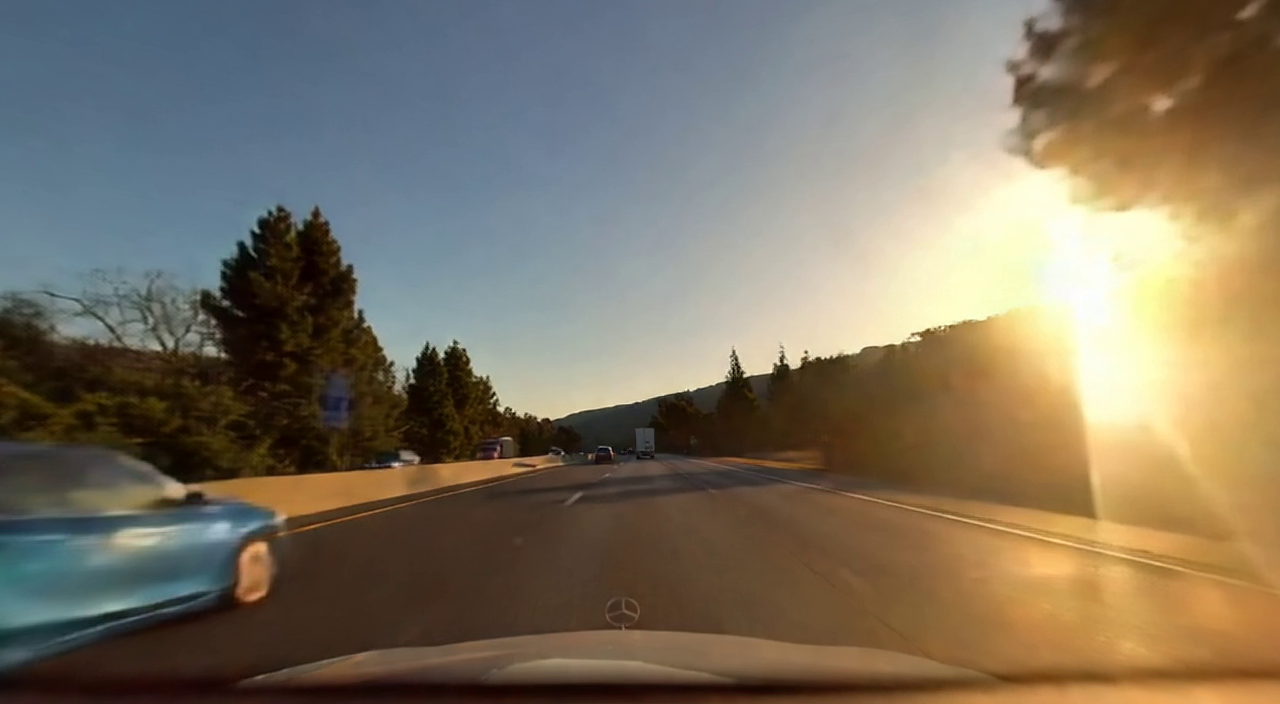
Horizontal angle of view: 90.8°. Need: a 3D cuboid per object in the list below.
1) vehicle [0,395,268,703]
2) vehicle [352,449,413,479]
[{"bbox_3d":[-4.027,1.008,3.079,2.018,1.548,3.849,-1,-9,1],"label":"vehicle"},{"bbox_3d":[-16.506,7.168,40.712,1.886,1.753,4.567,-1,-9,1],"label":"vehicle"}]
